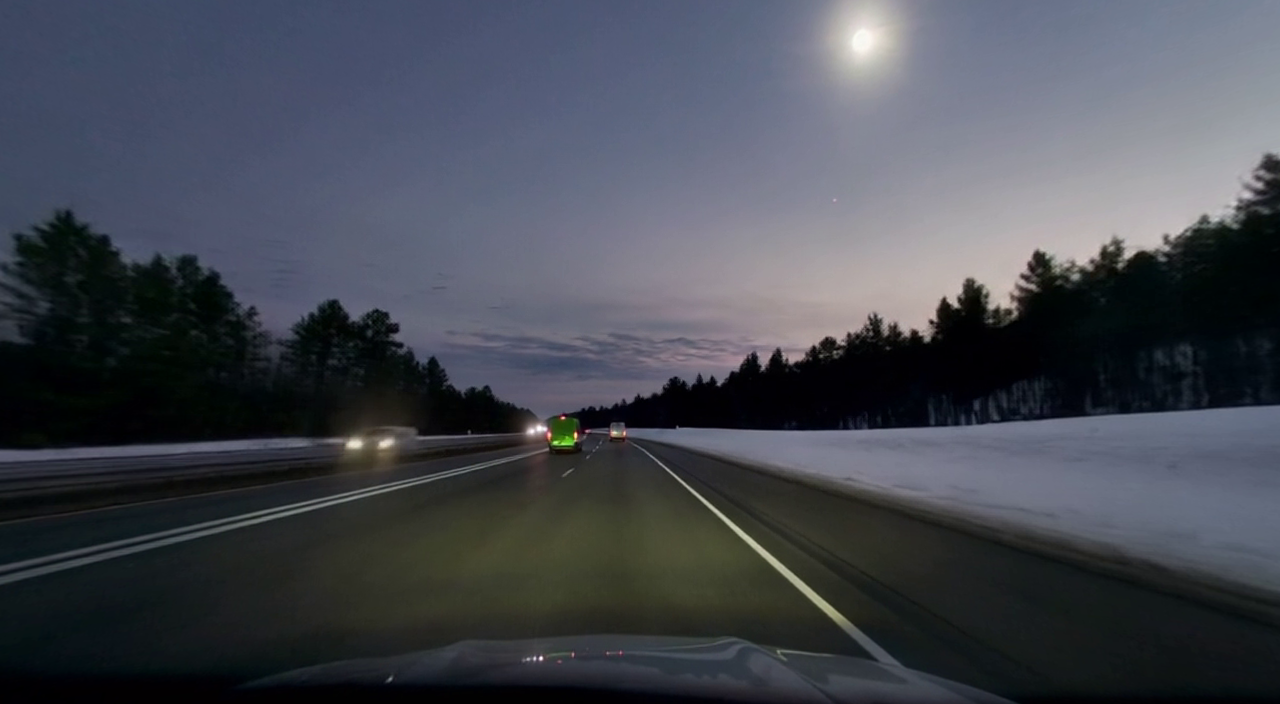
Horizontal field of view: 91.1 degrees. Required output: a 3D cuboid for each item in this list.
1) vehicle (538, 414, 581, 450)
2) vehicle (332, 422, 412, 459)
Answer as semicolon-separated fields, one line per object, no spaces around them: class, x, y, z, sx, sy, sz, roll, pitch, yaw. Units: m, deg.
vehicle;-5.906;6.013;47.034;2.561;2.509;5.465;0;-8;-1
vehicle;-12.078;4.005;28.626;1.844;1.533;4.098;0;-8;0
